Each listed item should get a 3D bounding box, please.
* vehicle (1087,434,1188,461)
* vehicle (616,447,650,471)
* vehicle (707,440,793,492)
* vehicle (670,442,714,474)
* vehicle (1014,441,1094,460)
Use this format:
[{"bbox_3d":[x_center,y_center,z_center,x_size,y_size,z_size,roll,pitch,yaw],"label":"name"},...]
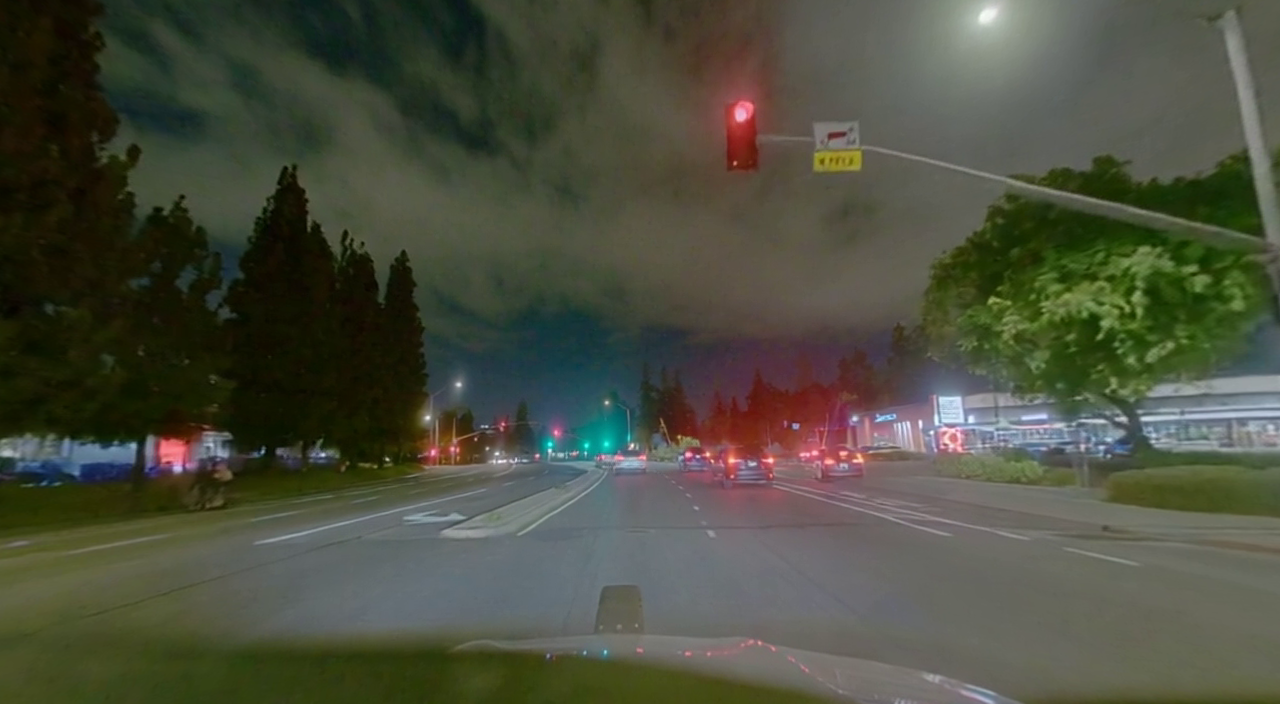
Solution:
[{"bbox_3d":[32.979,6.361,41.974,4.894,1.710,2.075,0,-8,-1],"label":"vehicle"},{"bbox_3d":[-0.533,7.083,42.101,2.068,1.512,3.987,0,-8,-3],"label":"vehicle"},{"bbox_3d":[3.661,3.882,21.808,1.966,1.596,3.980,0,-9,-5],"label":"vehicle"},{"bbox_3d":[3.099,6.433,38.587,2.046,1.768,4.370,0,-8,-3],"label":"vehicle"},{"bbox_3d":[32.629,7.776,49.898,4.860,1.461,2.041,-1,-9,0],"label":"vehicle"}]
